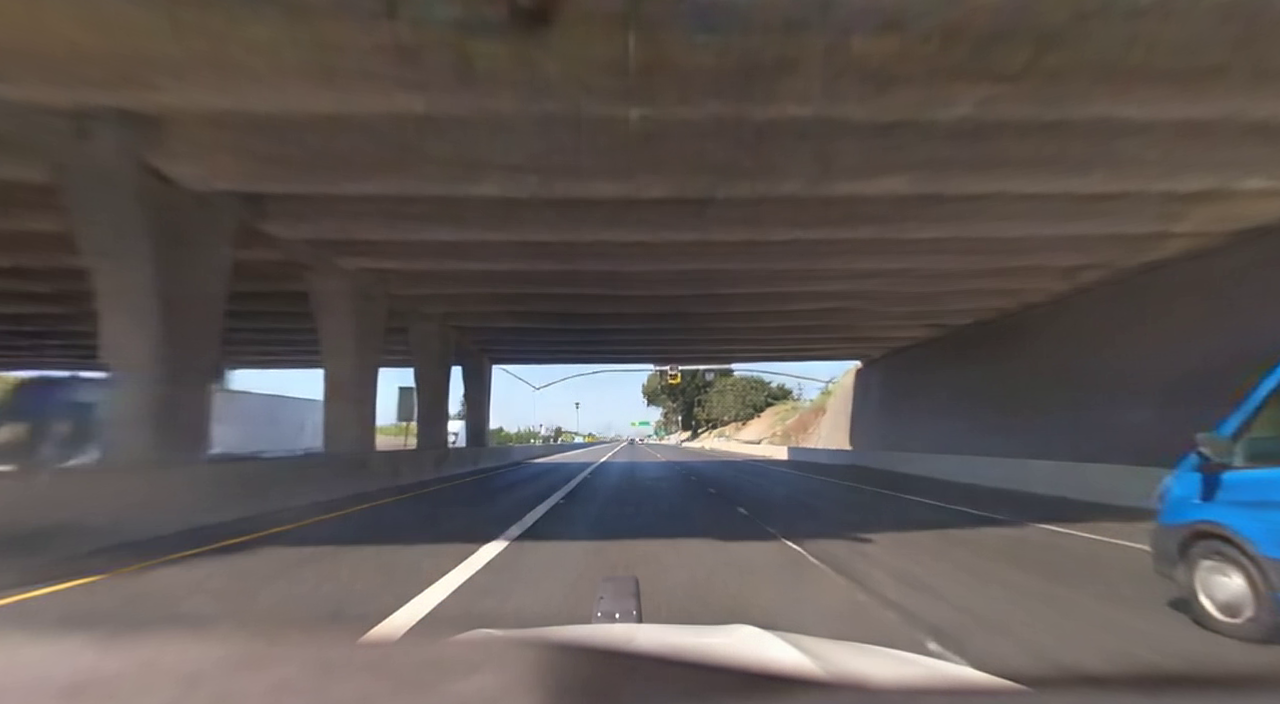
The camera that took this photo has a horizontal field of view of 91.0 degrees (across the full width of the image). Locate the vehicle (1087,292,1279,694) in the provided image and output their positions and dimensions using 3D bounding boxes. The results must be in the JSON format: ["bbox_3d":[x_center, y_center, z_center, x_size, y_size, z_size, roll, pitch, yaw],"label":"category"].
[{"bbox_3d":[4.308,0.547,2.071,2.161,2.002,4.631,0,-8,-1],"label":"vehicle"}]

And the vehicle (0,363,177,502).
[{"bbox_3d":[-19.155,2.678,20.831,3.000,3.921,5.758,-1,-8,1],"label":"vehicle"}]

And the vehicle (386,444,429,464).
[{"bbox_3d":[-18.361,8.061,49.879,1.911,1.468,4.258,0,-8,-2],"label":"vehicle"}]
